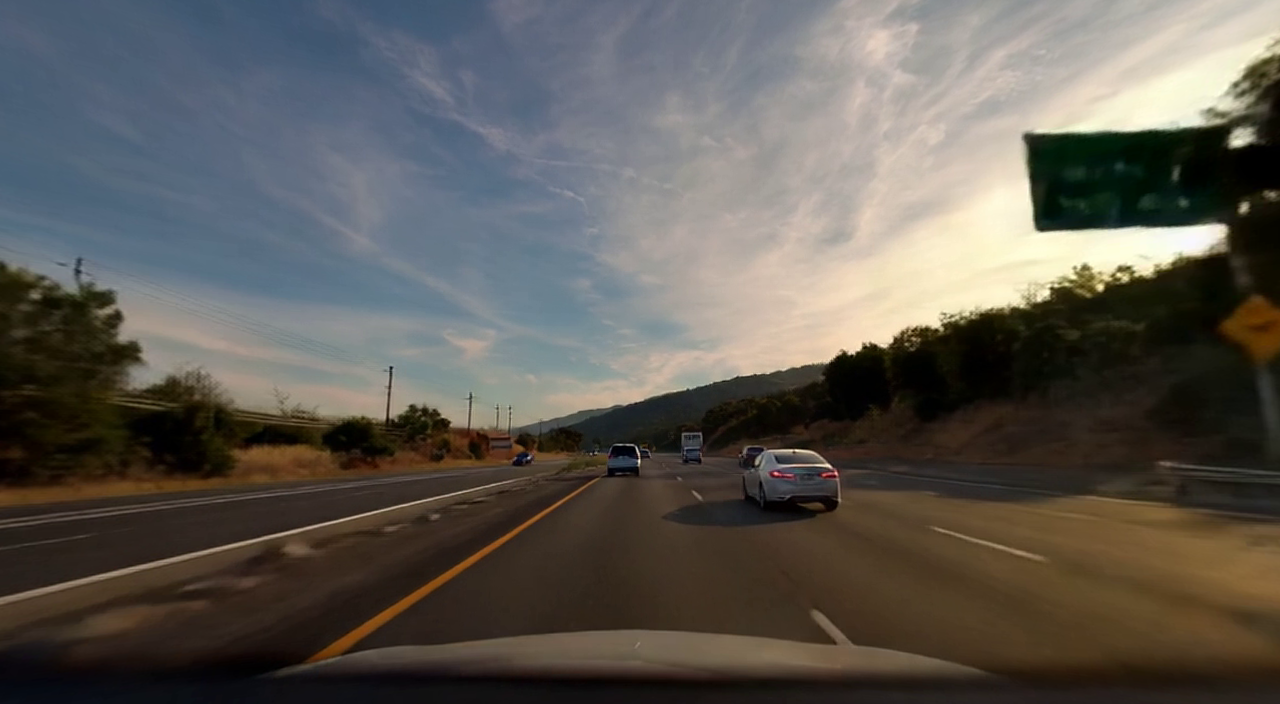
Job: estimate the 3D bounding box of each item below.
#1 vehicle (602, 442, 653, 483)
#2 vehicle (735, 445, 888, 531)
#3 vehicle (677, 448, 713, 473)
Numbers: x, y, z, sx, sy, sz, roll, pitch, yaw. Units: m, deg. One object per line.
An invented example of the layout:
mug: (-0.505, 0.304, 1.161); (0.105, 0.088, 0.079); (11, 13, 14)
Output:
vehicle: (-0.506, 5.011, 28.896); (2.142, 1.724, 4.344); (0, -9, 0)
vehicle: (3.288, 2.690, 13.021); (2.004, 1.471, 4.032); (0, -9, 0)
vehicle: (3.613, 7.233, 42.171); (2.047, 1.540, 4.294); (0, -9, 0)
